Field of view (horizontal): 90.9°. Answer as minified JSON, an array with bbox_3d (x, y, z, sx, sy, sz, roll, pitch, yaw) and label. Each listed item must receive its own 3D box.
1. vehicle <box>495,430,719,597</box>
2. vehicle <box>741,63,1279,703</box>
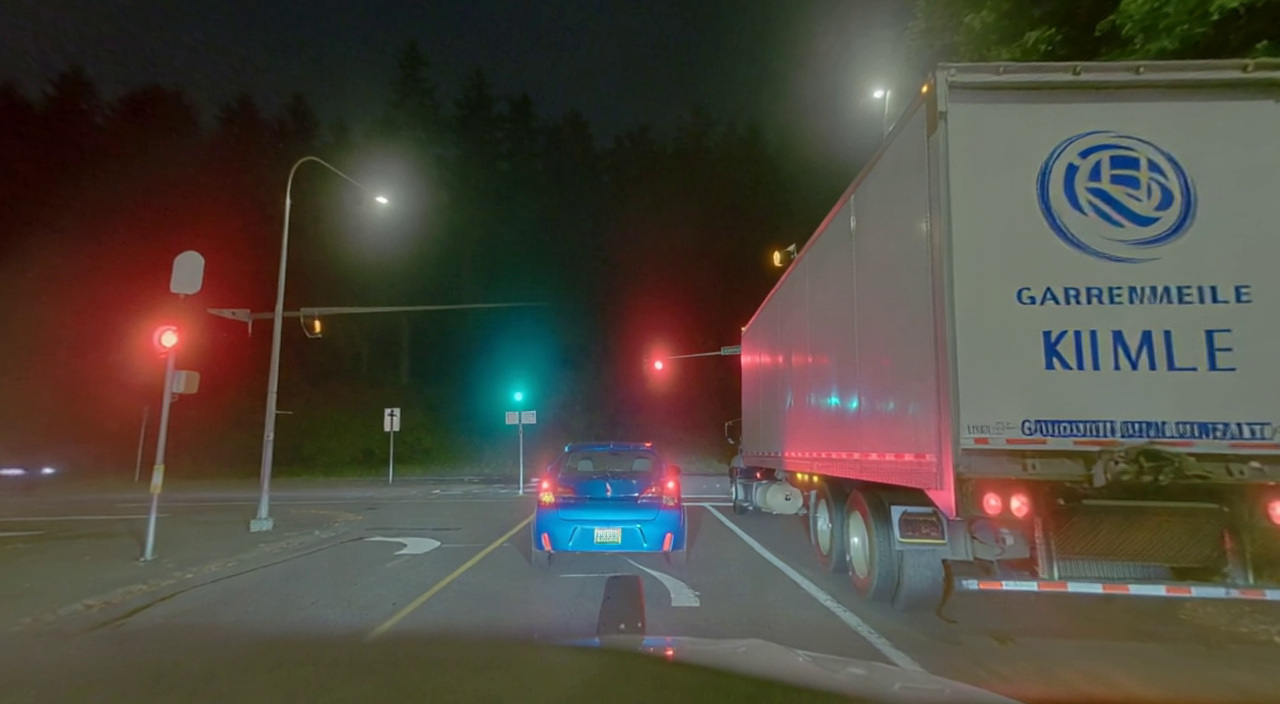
[{"bbox_3d":[-0.330,1.709,7.424,1.975,1.457,3.526,0,-9,-1],"label":"vehicle"},{"bbox_3d":[3.506,0.832,8.404,2.884,3.753,9.763,0,-9,1],"label":"vehicle"}]
